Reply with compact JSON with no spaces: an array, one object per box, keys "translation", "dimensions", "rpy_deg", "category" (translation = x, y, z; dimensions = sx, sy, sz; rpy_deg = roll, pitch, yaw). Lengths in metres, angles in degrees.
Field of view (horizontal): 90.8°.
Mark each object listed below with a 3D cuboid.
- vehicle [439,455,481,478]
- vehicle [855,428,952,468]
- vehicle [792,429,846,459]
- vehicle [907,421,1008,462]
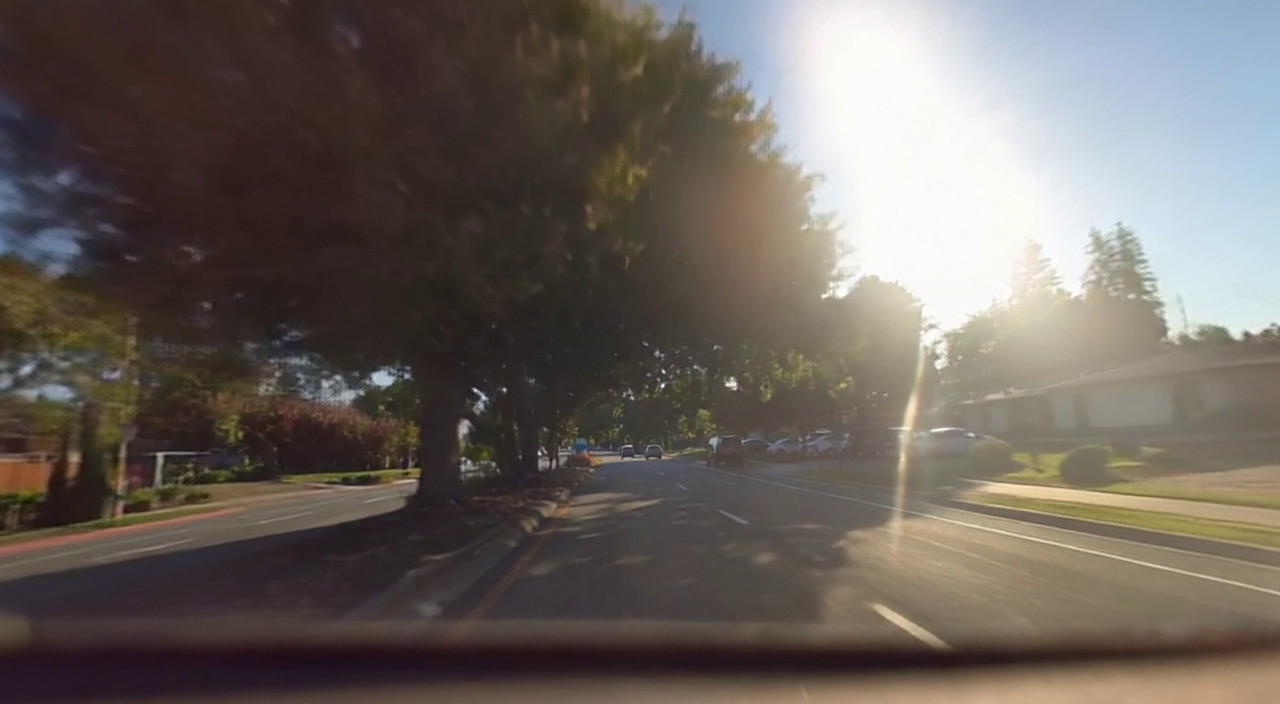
[{"translation":[-12.620,8.036,44.582],"dimensions":[1.851,1.459,4.295],"rpy_deg":[-1,-8,-2],"category":"vehicle"},{"translation":[10.492,3.881,25.618],"dimensions":[1.847,1.455,4.650],"rpy_deg":[-1,-8,-1],"category":"vehicle"},{"translation":[11.089,5.737,39.441],"dimensions":[2.044,1.716,4.637],"rpy_deg":[-1,-8,1],"category":"vehicle"},{"translation":[12.988,3.718,26.175],"dimensions":[1.889,1.499,4.218],"rpy_deg":[-1,-8,-1],"category":"vehicle"}]
